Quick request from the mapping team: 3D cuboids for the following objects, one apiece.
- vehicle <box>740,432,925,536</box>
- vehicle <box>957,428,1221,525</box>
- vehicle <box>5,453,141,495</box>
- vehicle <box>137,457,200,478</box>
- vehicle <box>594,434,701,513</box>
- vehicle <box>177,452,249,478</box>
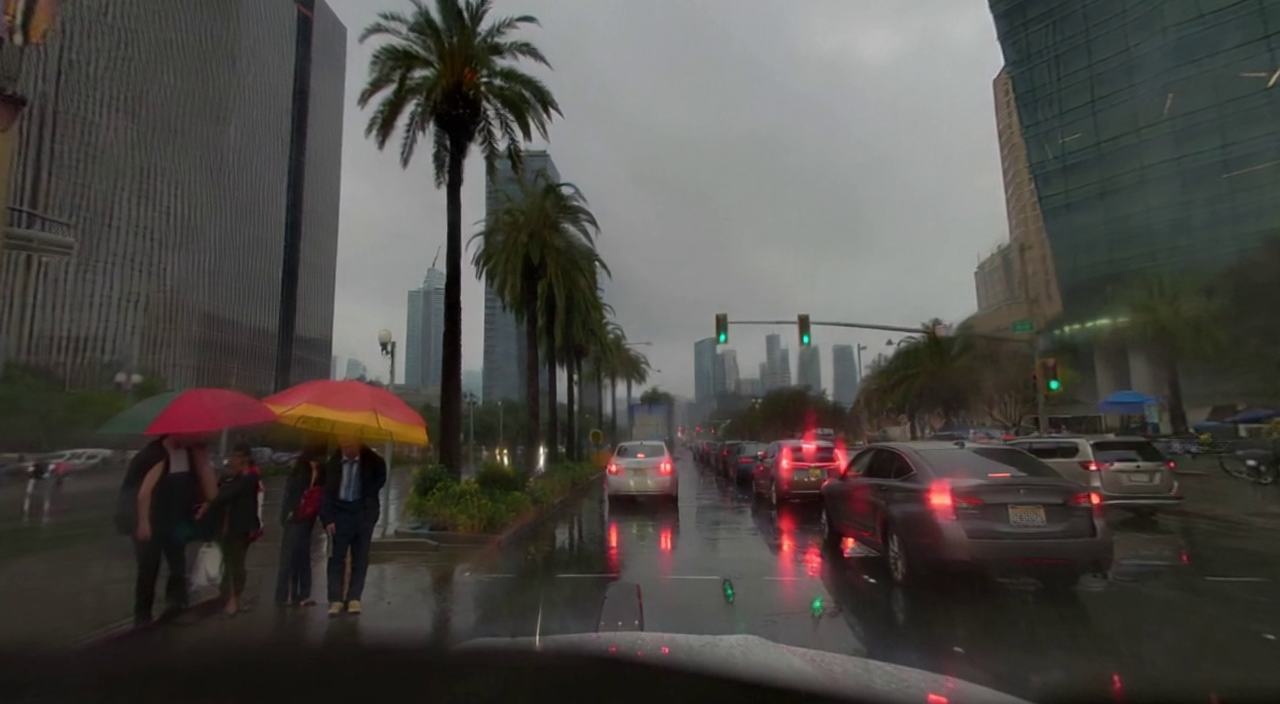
[{"bbox_3d":[3.119,2.236,11.287,1.913,1.469,4.425,0,-9,0],"label":"vehicle"},{"bbox_3d":[8.177,2.283,12.096,1.859,1.508,4.259,0,-9,-1],"label":"vehicle"},{"bbox_3d":[-26.698,5.715,29.922,2.105,1.793,4.812,0,-9,-3],"label":"vehicle"},{"bbox_3d":[-36.849,9.004,49.307,1.700,1.527,4.445,1,-9,-4],"label":"vehicle"},{"bbox_3d":[0.171,2.617,14.013,2.048,1.503,3.681,0,-9,1],"label":"vehicle"},{"bbox_3d":[-30.729,8.102,45.471,1.946,1.696,4.595,0,-8,-1],"label":"vehicle"}]
